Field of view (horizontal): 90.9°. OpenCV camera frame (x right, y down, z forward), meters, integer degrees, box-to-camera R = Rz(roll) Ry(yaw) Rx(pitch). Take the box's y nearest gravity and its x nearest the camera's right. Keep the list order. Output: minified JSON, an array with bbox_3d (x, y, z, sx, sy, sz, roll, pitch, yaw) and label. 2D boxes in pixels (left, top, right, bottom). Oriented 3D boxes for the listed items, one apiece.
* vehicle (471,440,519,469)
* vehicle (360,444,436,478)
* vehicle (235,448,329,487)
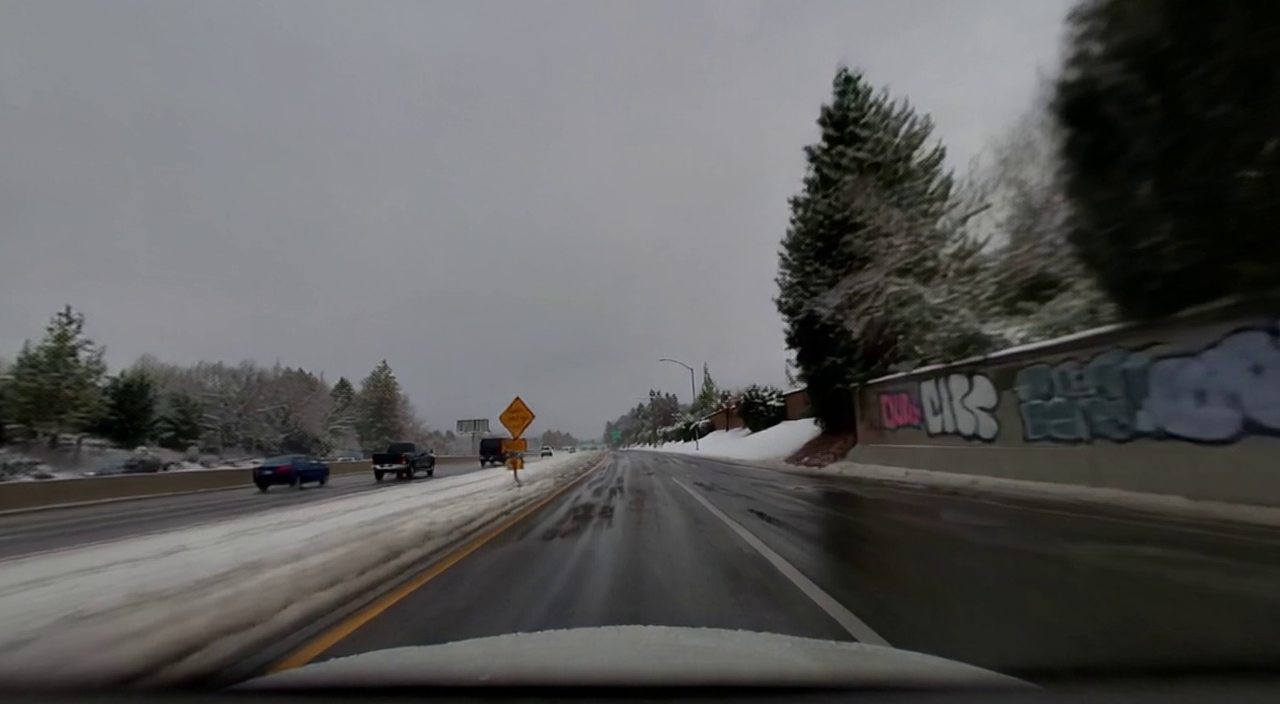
[{"bbox_3d":[-10.859,7.697,47.646,2.342,1.999,5.594,0,-8,-1],"label":"vehicle"},{"bbox_3d":[-14.367,6.472,37.854,2.272,1.882,5.941,0,-8,-1],"label":"vehicle"},{"bbox_3d":[-18.323,5.880,32.596,2.078,1.802,4.723,0,-8,0],"label":"vehicle"}]
